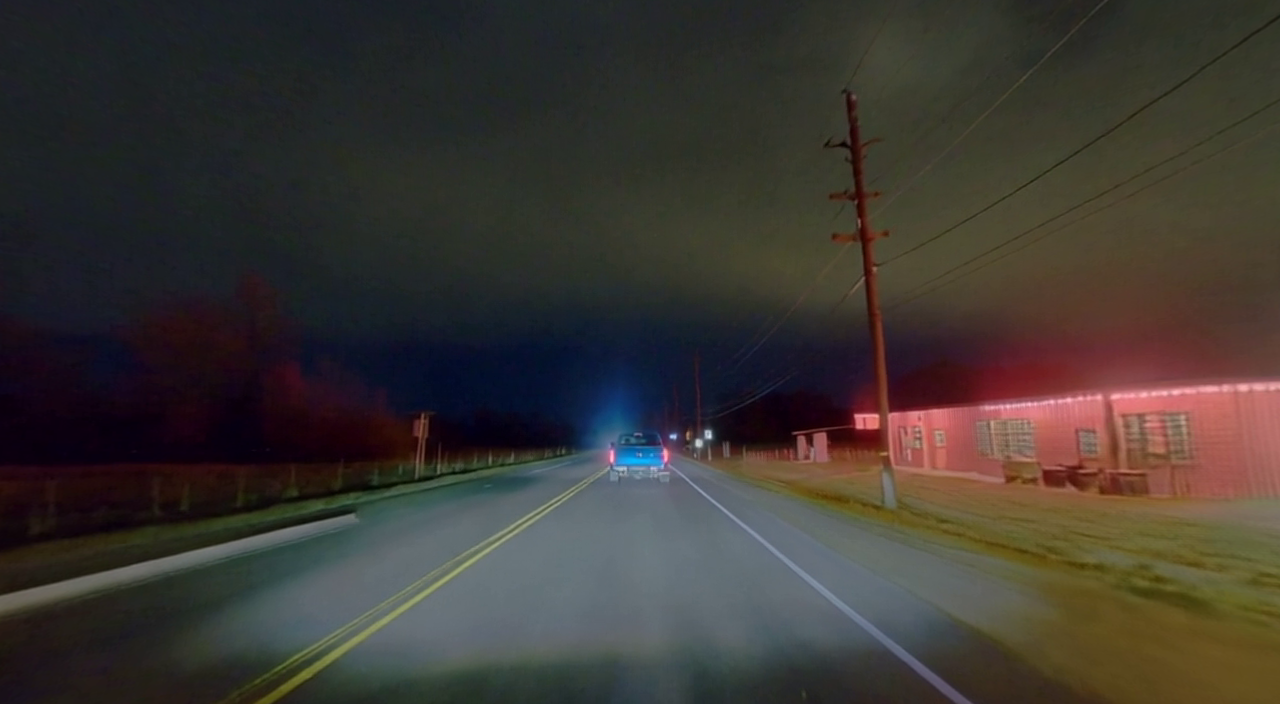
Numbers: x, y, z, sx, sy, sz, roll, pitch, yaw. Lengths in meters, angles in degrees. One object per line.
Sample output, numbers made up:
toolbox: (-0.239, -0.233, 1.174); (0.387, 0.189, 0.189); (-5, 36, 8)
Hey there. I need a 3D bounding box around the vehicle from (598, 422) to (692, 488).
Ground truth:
vehicle: (0.108, 3.742, 23.344); (2.921, 2.031, 7.416); (0, -8, -1)
